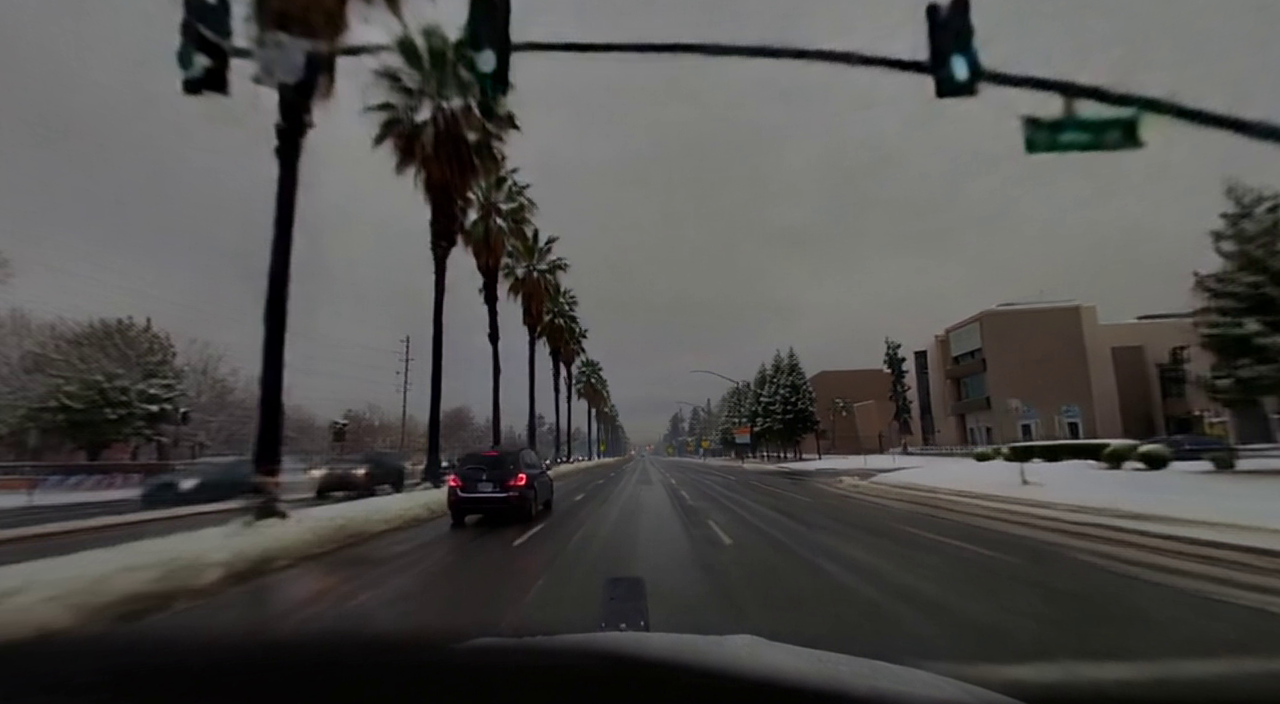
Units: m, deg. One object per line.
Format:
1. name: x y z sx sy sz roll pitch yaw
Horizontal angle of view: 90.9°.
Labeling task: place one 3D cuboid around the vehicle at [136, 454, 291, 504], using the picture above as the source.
1. vehicle: -14.636 4.362 22.065 2.064 1.475 4.681 0 -8 2

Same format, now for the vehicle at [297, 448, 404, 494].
1. vehicle: -11.277 4.623 24.916 2.134 1.623 4.279 0 -8 1

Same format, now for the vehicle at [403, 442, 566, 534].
1. vehicle: -2.956 2.699 13.273 2.162 1.549 4.795 0 -8 1
